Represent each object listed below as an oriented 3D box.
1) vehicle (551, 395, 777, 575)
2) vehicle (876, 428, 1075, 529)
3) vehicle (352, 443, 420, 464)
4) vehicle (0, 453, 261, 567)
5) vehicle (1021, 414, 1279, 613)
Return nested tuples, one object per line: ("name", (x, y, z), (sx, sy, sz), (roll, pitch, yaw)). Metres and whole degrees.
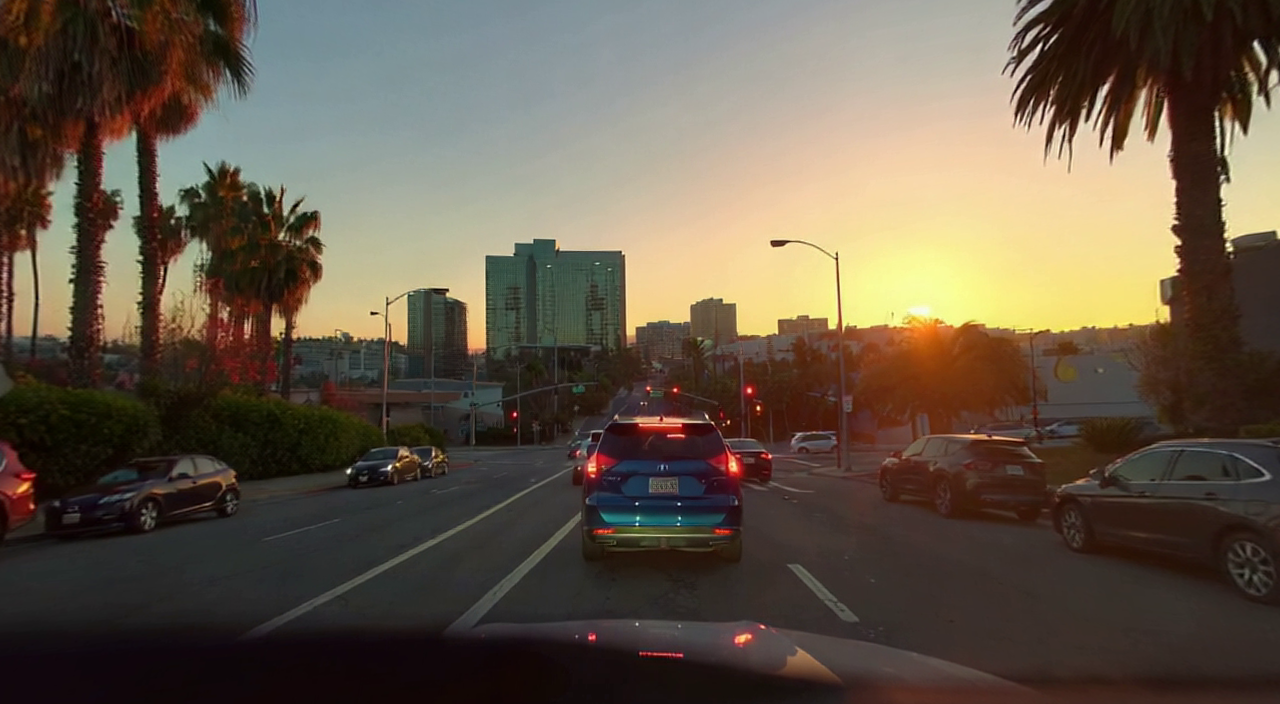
("vehicle", (0.260, 1.656, 8.563), (2.264, 1.798, 4.258), (0, -8, 1))
("vehicle", (6.667, 2.529, 13.244), (1.930, 1.736, 4.329), (-1, -8, 3))
("vehicle", (-18.724, 7.486, 46.653), (1.759, 1.457, 4.297), (-7, -11, 39))
("vehicle", (-9.576, 2.793, 11.900), (2.054, 1.467, 4.595), (-3, -7, 0))
("vehicle", (6.440, 1.602, 6.937), (1.935, 1.672, 4.139), (0, -8, 1))
